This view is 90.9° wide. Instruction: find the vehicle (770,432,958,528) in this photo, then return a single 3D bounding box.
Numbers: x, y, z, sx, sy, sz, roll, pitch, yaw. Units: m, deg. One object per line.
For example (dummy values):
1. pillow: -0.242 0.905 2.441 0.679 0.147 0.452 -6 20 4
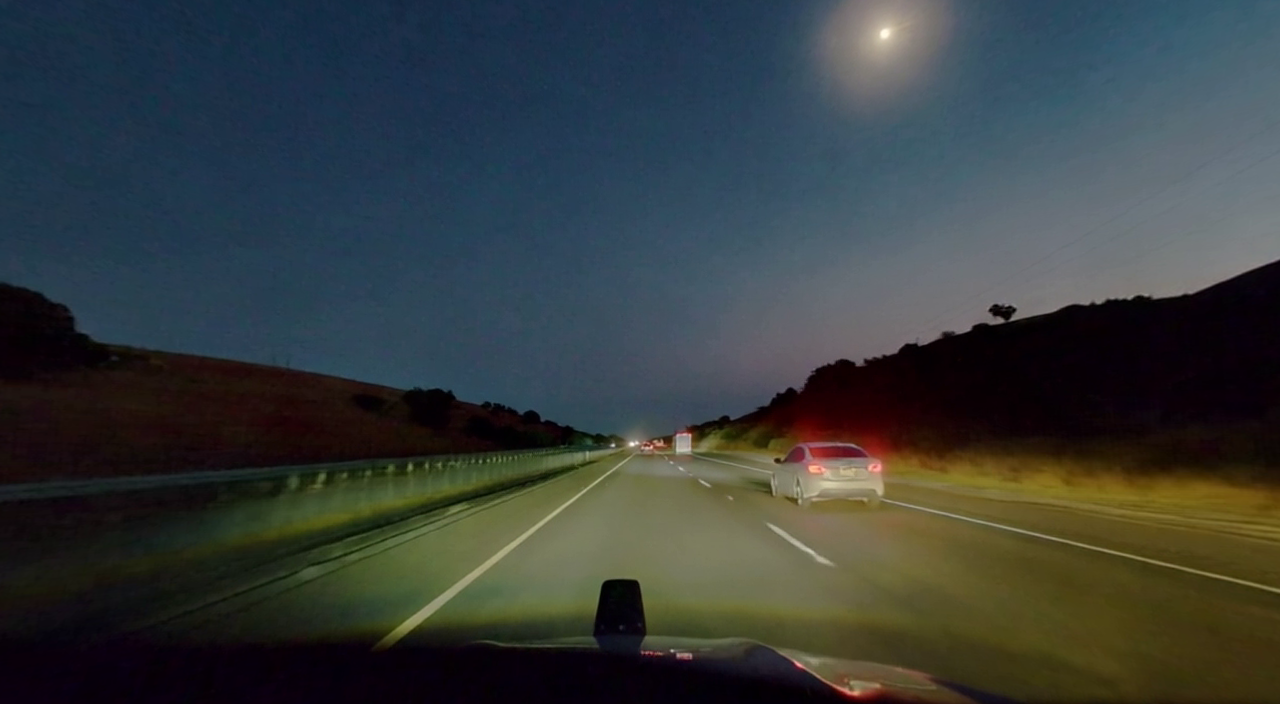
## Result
1. vehicle: 4.049 2.385 12.413 1.960 1.516 4.657 0 -8 0
